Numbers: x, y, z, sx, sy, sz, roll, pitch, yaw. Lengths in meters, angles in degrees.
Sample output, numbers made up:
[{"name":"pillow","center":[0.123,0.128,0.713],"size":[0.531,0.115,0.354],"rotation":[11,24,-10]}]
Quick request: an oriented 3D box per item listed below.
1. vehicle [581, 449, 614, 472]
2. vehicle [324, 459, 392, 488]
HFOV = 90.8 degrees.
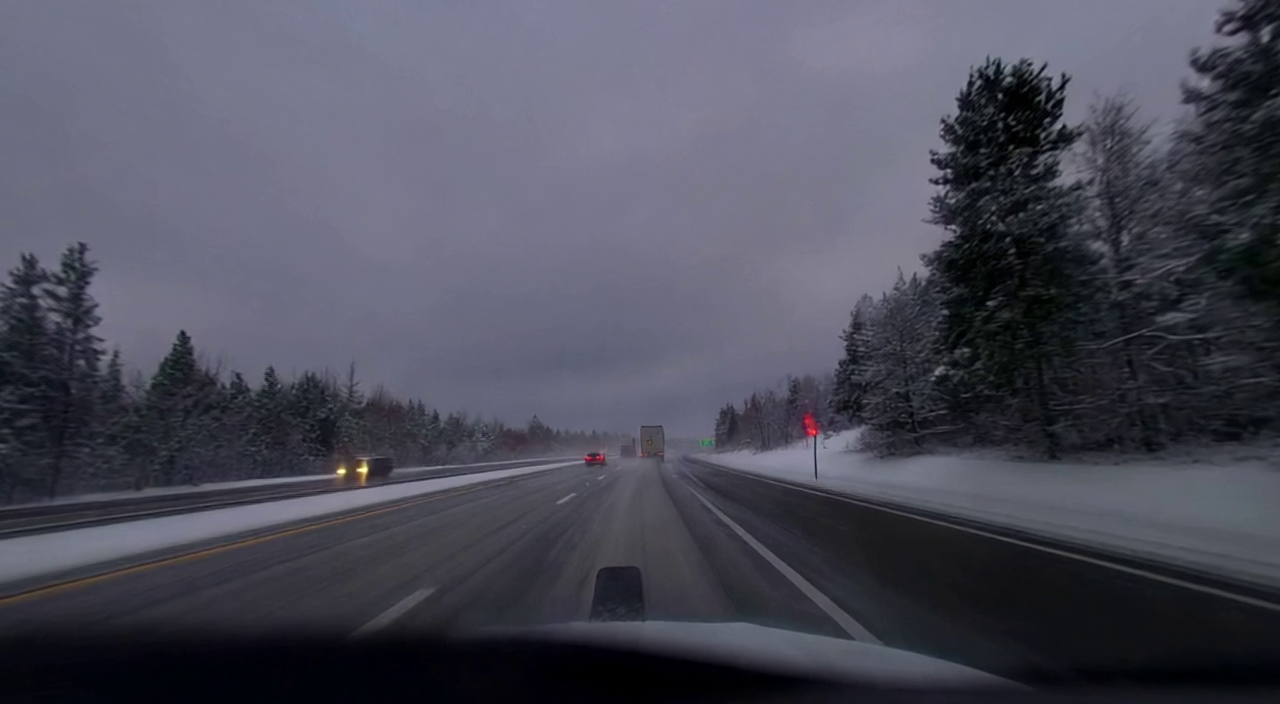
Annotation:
[{"name":"vehicle","center":[-3.141,8.200,47.854],"size":[2.022,1.604,5.032],"rotation":[0,-9,1]},{"name":"vehicle","center":[-16.799,7.202,37.802],"size":[1.935,1.555,4.517],"rotation":[0,-9,0]}]
